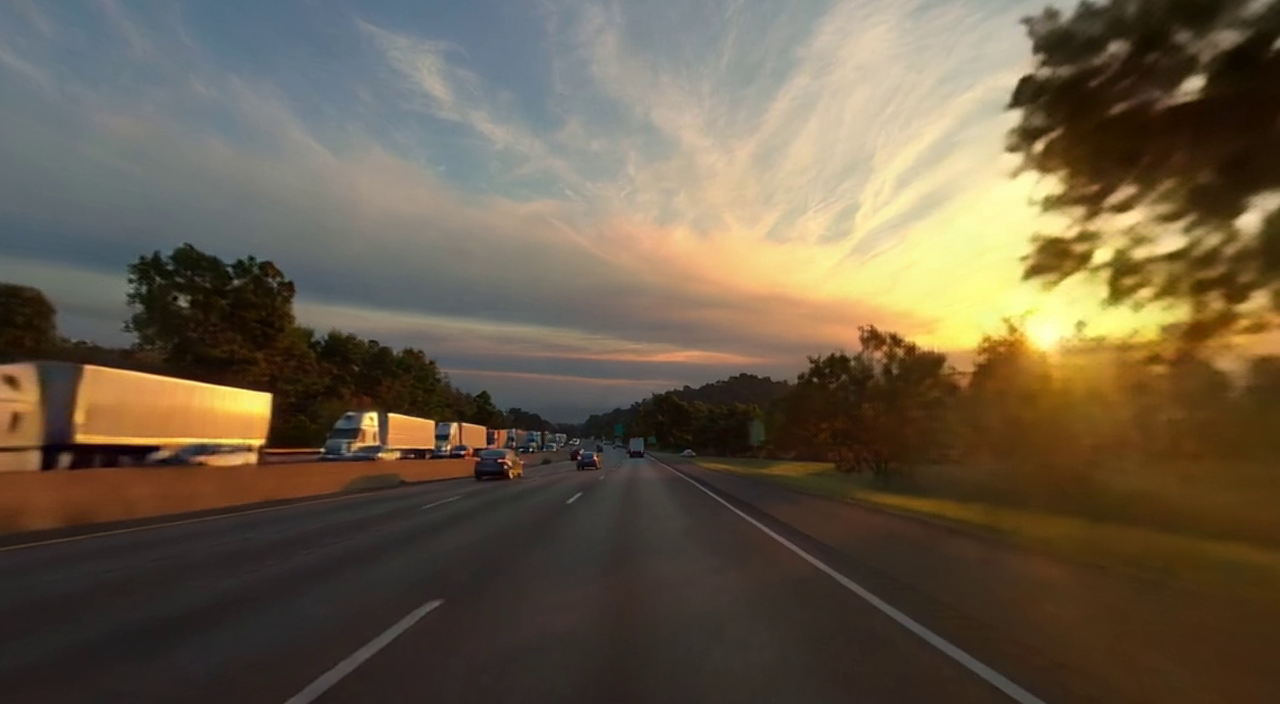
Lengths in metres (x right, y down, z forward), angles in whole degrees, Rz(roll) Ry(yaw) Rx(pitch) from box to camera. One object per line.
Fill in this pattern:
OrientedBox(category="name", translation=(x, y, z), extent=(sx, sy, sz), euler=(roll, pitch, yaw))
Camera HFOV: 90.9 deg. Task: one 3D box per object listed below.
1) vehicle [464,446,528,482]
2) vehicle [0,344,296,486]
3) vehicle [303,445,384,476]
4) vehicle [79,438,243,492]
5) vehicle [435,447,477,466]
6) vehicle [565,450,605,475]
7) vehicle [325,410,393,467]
OrientedBox(category="vehicle", translation=(-7.315, 5.736, 32.523), extent=(2.122, 1.685, 4.714), euler=(0, -9, 1))
OrientedBox(category="vehicle", translation=(-18.840, 2.858, 24.239), extent=(2.825, 3.842, 14.345), euler=(3, -10, 1))
OrientedBox(category="vehicle", translation=(-14.616, 5.351, 31.335), extent=(1.888, 1.426, 4.428), euler=(0, -9, 0))
OrientedBox(category="vehicle", translation=(-14.381, 3.407, 19.266), extent=(1.865, 1.456, 4.034), euler=(0, -9, -1))
OrientedBox(category="vehicle", translation=(-14.160, 8.058, 48.781), extent=(1.956, 1.433, 4.339), euler=(0, -9, 0))
OrientedBox(category="vehicle", translation=(-3.394, 6.978, 39.891), extent=(2.076, 1.453, 4.094), euler=(0, -9, 1))
OrientedBox(category="vehicle", translation=(-18.983, 5.895, 42.794), extent=(2.954, 3.700, 3.302), euler=(0, -9, 0))
